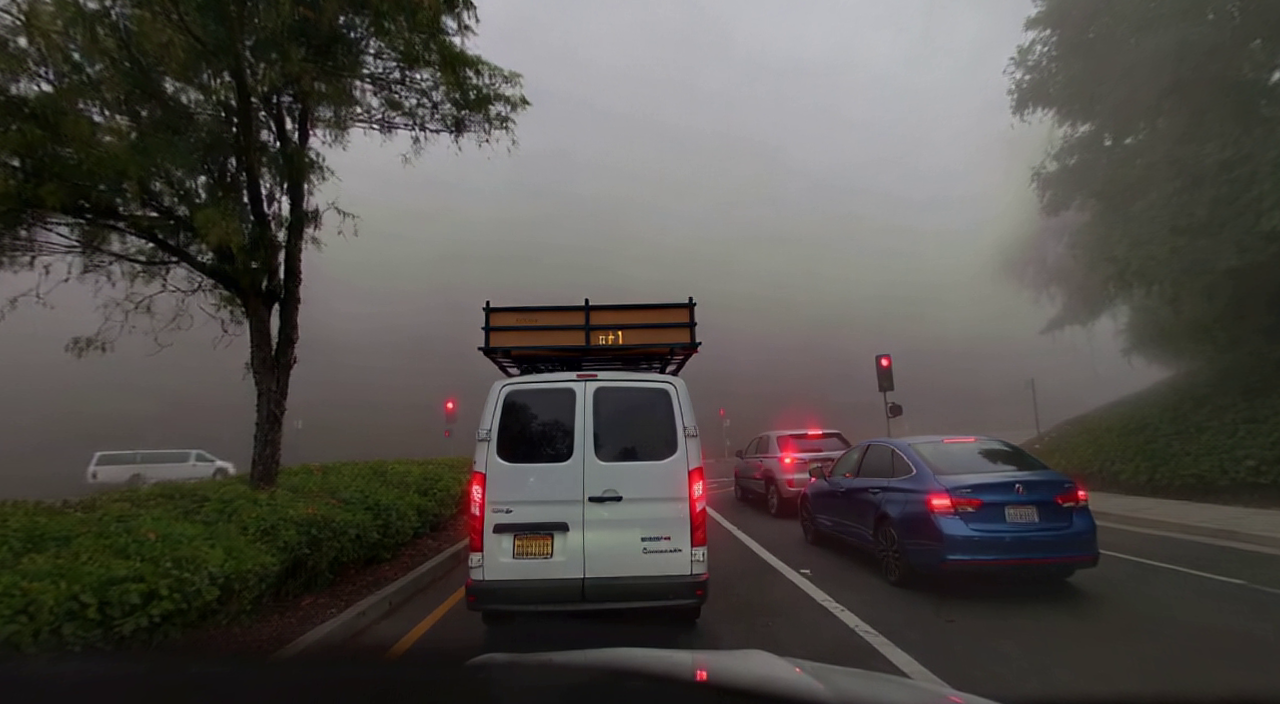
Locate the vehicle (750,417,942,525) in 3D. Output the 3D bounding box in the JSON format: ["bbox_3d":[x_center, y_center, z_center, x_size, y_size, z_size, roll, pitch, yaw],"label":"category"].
[{"bbox_3d":[3.680,2.222,12.267,2.024,1.692,4.252,1,-9,-4],"label":"vehicle"}]

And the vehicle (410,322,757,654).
[{"bbox_3d":[-0.360,1.157,6.194,2.145,2.089,4.309,0,-9,0],"label":"vehicle"}]

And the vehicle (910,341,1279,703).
[{"bbox_3d":[3.449,0.941,3.418,1.965,1.671,4.146,0,-9,-3],"label":"vehicle"}]

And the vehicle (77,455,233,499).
[{"bbox_3d":[-22.738,5.854,29.898,5.241,1.894,2.257,2,-9,-15],"label":"vehicle"}]
